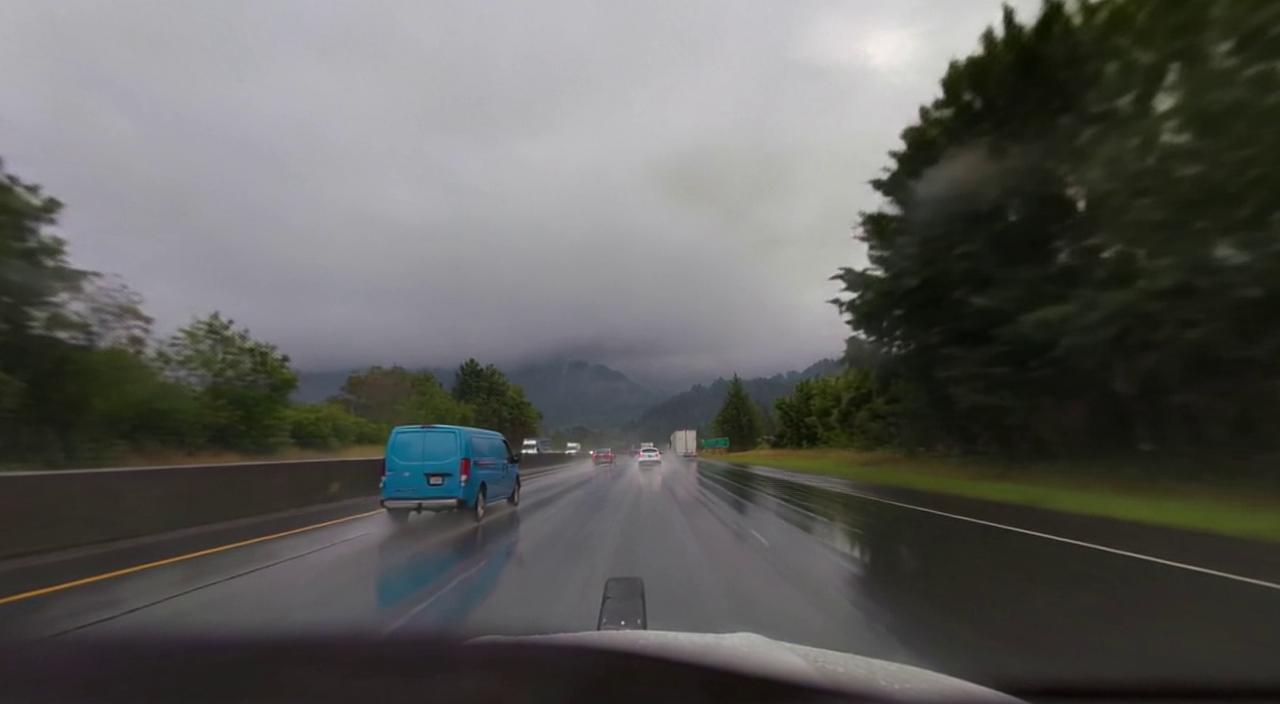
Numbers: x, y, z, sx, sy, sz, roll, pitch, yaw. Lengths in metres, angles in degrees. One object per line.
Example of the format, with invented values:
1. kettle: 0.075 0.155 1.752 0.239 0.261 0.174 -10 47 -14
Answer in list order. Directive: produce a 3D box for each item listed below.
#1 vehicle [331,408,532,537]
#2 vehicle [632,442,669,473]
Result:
1. vehicle: -3.711 2.279 12.481 2.167 1.991 5.062 0 -9 1
2. vehicle: 0.643 6.598 39.707 2.209 1.825 4.036 0 -9 1
